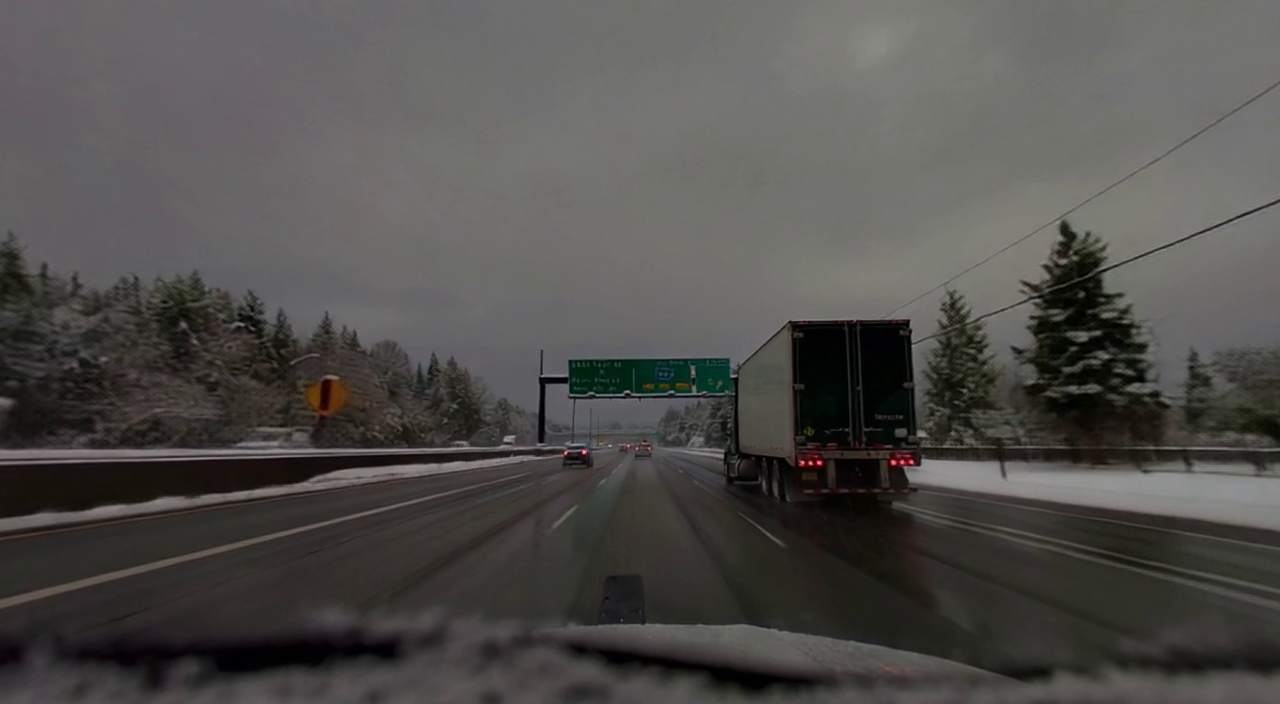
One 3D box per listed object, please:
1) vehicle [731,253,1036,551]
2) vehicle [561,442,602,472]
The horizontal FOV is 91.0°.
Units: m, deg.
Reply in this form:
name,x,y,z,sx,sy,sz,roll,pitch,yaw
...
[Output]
name,x,y,z,sx,sy,sz,roll,pitch,yaw
vehicle,3.750,1.147,12.146,3.042,4.037,7.253,0,-9,1
vehicle,-3.401,6.234,37.507,2.000,1.658,4.155,0,-9,1
